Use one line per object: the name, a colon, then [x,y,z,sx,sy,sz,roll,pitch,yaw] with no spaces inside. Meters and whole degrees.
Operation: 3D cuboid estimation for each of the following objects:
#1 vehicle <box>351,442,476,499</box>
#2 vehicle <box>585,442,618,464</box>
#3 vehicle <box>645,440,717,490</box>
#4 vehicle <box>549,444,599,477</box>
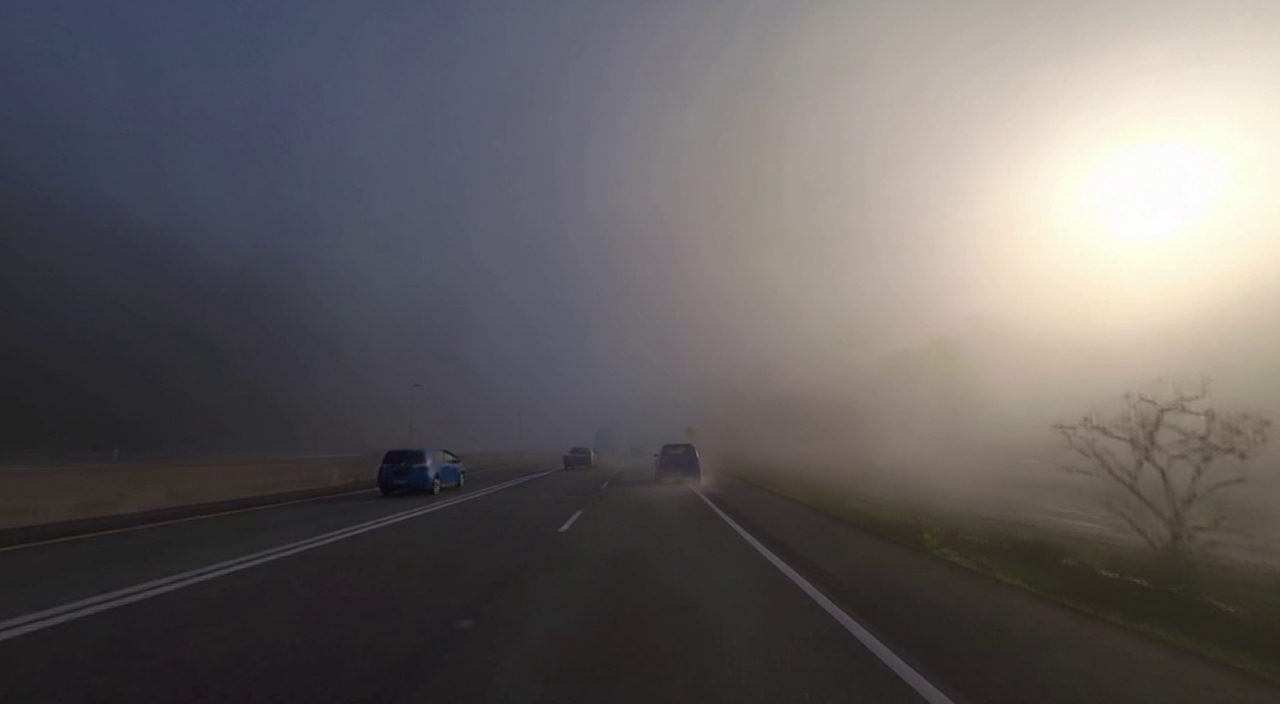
vehicle: [-6.684,3.522,19.299,2.012,1.504,4.729,0,-8,1]
vehicle: [-2.978,7.869,49.237,2.270,1.660,4.101,0,-8,0]
vehicle: [1.262,3.776,21.388,2.050,1.491,4.362,0,-8,-1]
vehicle: [-3.195,5.315,31.282,1.990,1.501,4.250,0,-8,0]
